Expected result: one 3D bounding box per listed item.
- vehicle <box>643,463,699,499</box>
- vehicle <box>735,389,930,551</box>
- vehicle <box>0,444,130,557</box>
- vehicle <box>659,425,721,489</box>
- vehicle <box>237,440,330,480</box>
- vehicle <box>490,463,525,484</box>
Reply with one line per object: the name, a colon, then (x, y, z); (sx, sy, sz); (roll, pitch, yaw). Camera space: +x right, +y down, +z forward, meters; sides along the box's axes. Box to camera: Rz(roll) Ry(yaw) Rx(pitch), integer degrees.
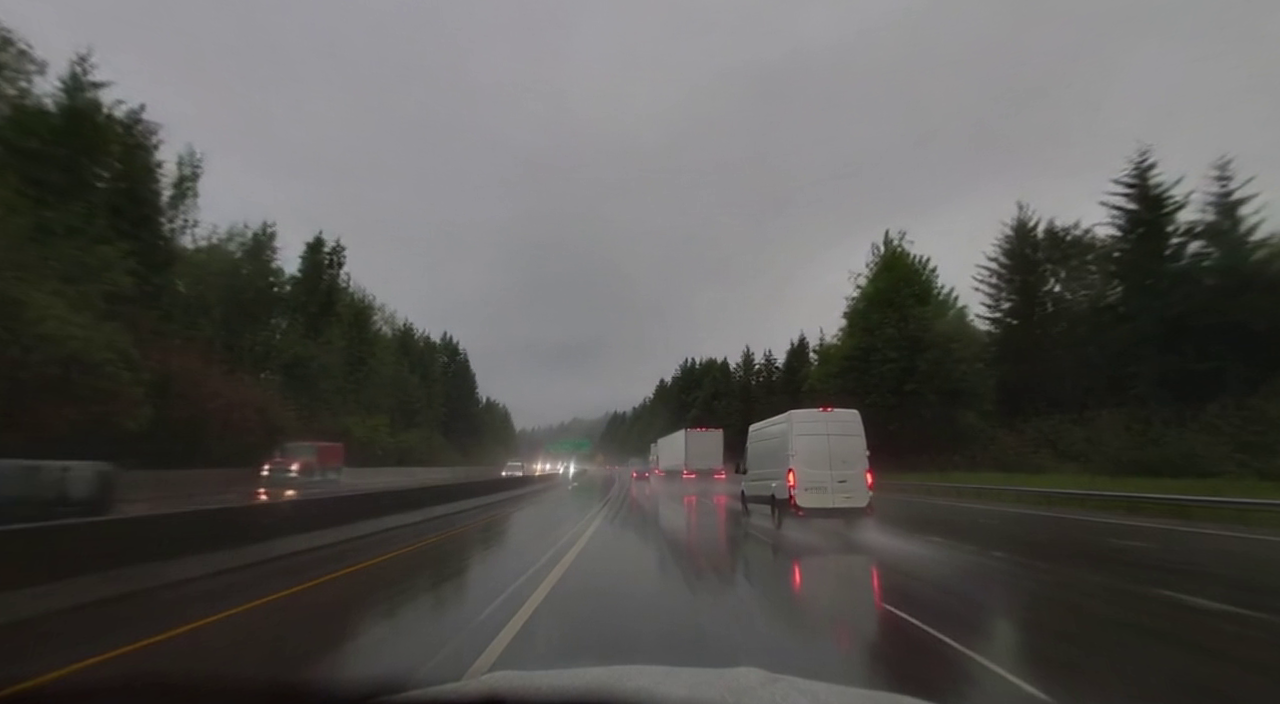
vehicle: (1.333, 5.847, 28.690); (2.081, 1.453, 4.300); (1, -10, -3)
vehicle: (3.590, 2.435, 13.150); (2.291, 2.639, 5.280); (1, -10, -1)
vehicle: (-9.395, 1.885, 7.952); (1.913, 1.466, 4.660); (1, -10, 0)
vehicle: (3.463, 8.091, 47.761); (2.897, 4.071, 14.327); (1, -10, -3)
vehicle: (-21.287, 6.532, 37.847); (2.411, 2.215, 5.380); (1, -10, -1)
vehicle: (-10.028, 9.216, 47.831); (1.866, 1.458, 4.041); (1, -10, -1)
